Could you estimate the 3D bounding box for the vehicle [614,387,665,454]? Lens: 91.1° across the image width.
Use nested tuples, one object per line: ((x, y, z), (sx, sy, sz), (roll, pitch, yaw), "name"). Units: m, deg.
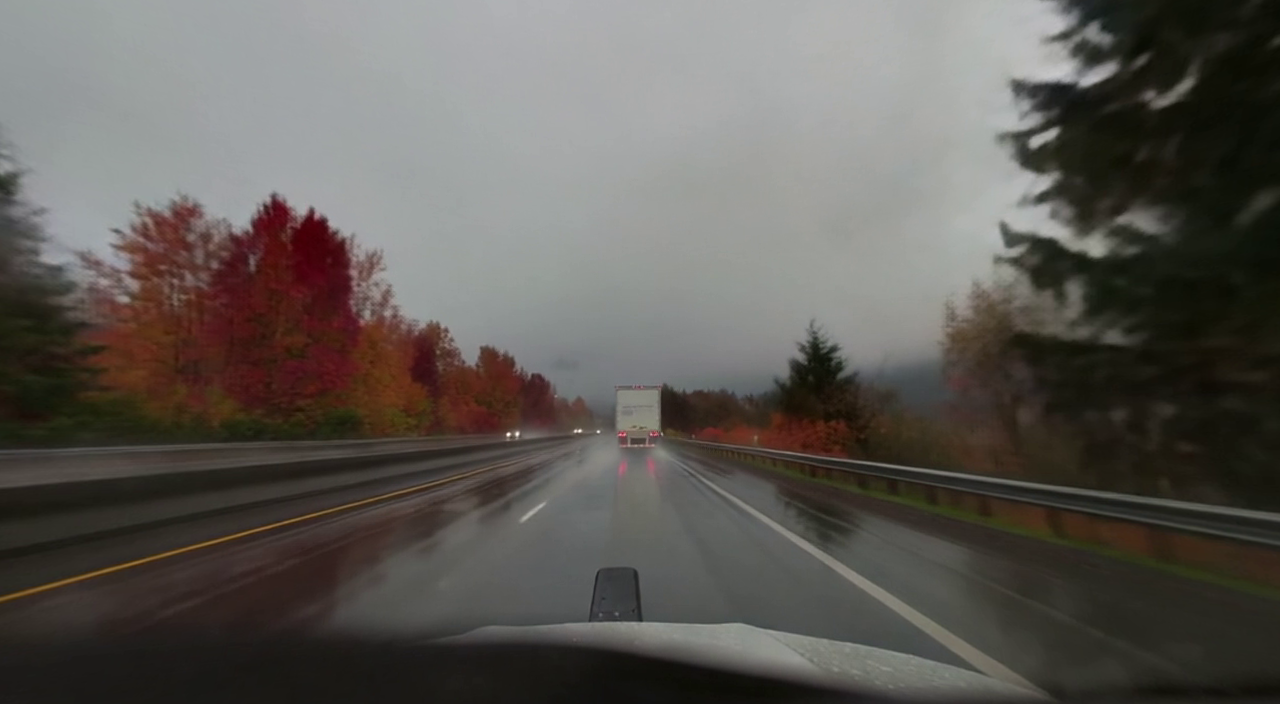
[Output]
((-0.193, 4.897, 43.549), (3.013, 4.016, 11.496), (0, -8, -2), "vehicle")
